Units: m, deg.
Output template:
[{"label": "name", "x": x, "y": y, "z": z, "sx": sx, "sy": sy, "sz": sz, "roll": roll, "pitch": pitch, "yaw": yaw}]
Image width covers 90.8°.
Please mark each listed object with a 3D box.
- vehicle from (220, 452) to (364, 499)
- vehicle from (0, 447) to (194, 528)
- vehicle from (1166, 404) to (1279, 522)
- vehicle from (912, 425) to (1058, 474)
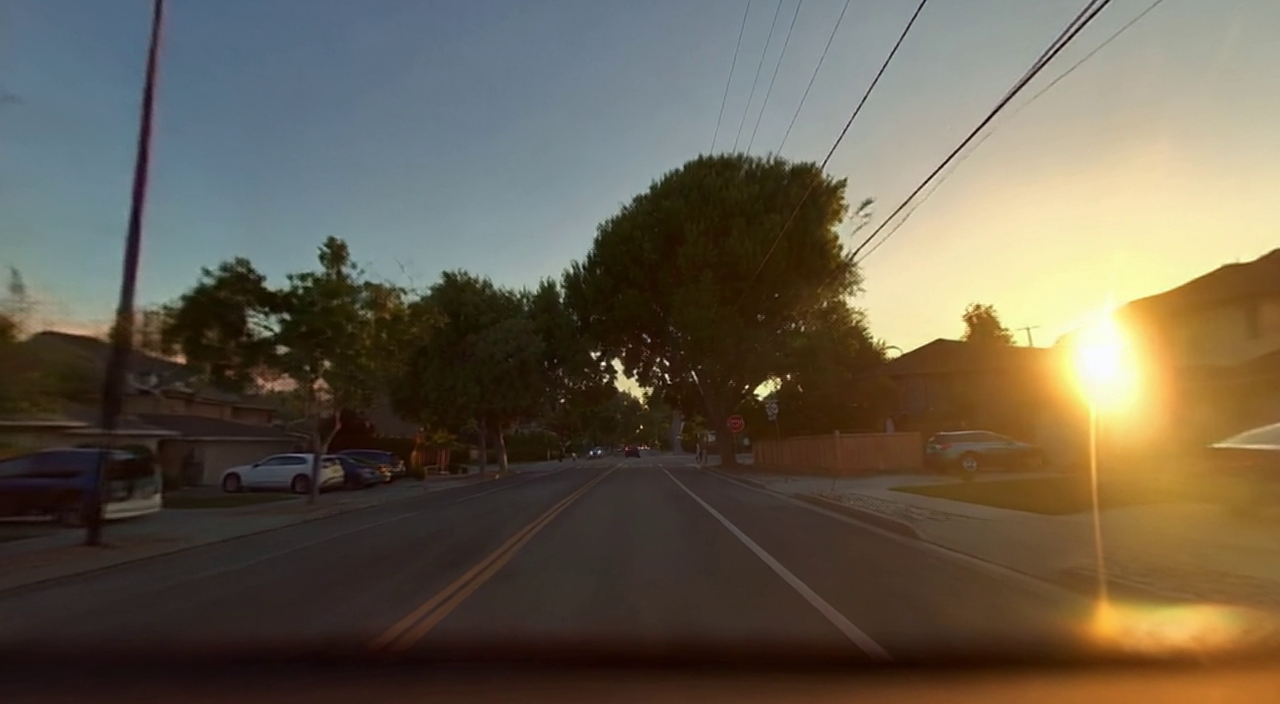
[{"label": "vehicle", "x": -12.349, "y": 4.380, "z": 22.634, "sx": 3.927, "sy": 1.560, "sz": 2.049, "roll": 0, "pitch": -9, "yaw": 0}, {"label": "vehicle", "x": -12.902, "y": 2.963, "z": 14.130, "sx": 4.207, "sy": 1.648, "sz": 1.956, "roll": 1, "pitch": -9, "yaw": -6}, {"label": "vehicle", "x": 10.808, "y": 1.580, "z": 9.135, "sx": 4.908, "sy": 1.537, "sz": 2.065, "roll": 1, "pitch": -9, "yaw": -9}, {"label": "vehicle", "x": 13.187, "y": 3.727, "z": 24.280, "sx": 4.653, "sy": 1.775, "sz": 1.906, "roll": 1, "pitch": -9, "yaw": -10}]
